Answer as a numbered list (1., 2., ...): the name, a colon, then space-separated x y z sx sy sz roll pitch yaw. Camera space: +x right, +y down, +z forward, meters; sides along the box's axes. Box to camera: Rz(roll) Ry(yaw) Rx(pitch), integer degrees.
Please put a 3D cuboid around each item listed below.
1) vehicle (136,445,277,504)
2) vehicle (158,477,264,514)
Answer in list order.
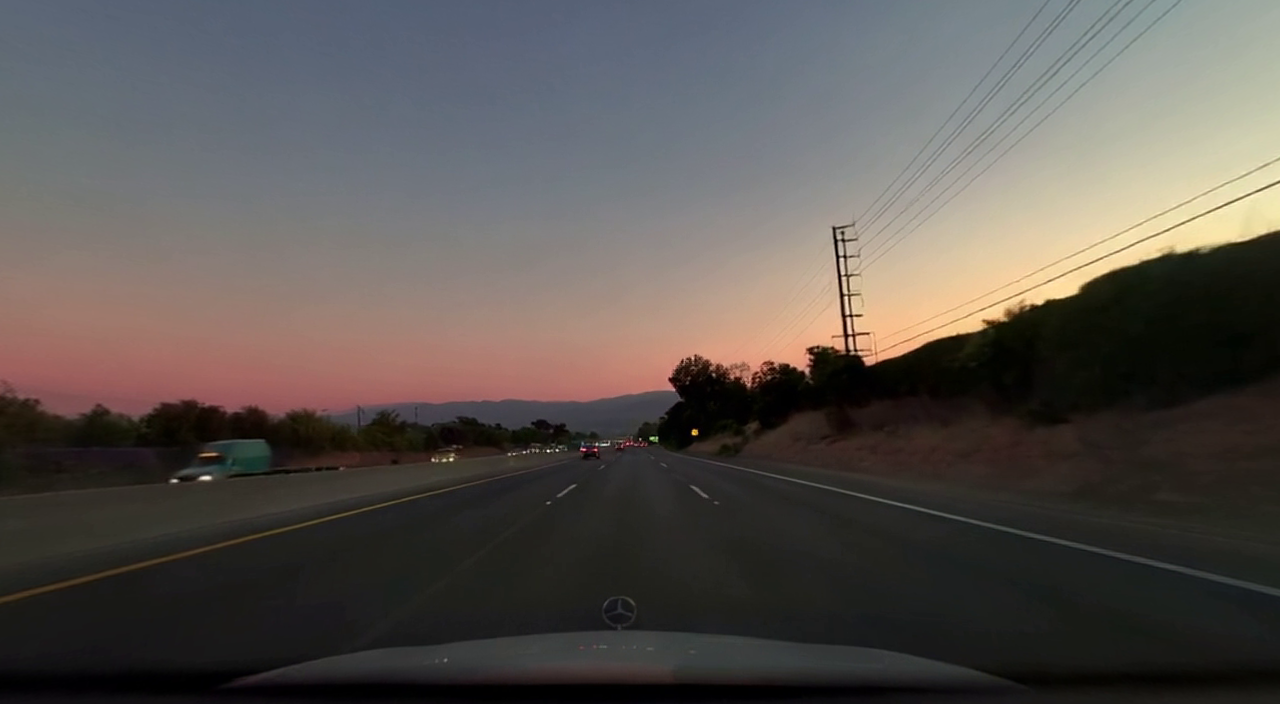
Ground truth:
1. vehicle: -33.290 9.325 49.490 2.996 3.694 11.637 -4 -7 0
2. vehicle: -24.582 8.222 36.551 2.230 1.685 5.700 0 -8 -1
